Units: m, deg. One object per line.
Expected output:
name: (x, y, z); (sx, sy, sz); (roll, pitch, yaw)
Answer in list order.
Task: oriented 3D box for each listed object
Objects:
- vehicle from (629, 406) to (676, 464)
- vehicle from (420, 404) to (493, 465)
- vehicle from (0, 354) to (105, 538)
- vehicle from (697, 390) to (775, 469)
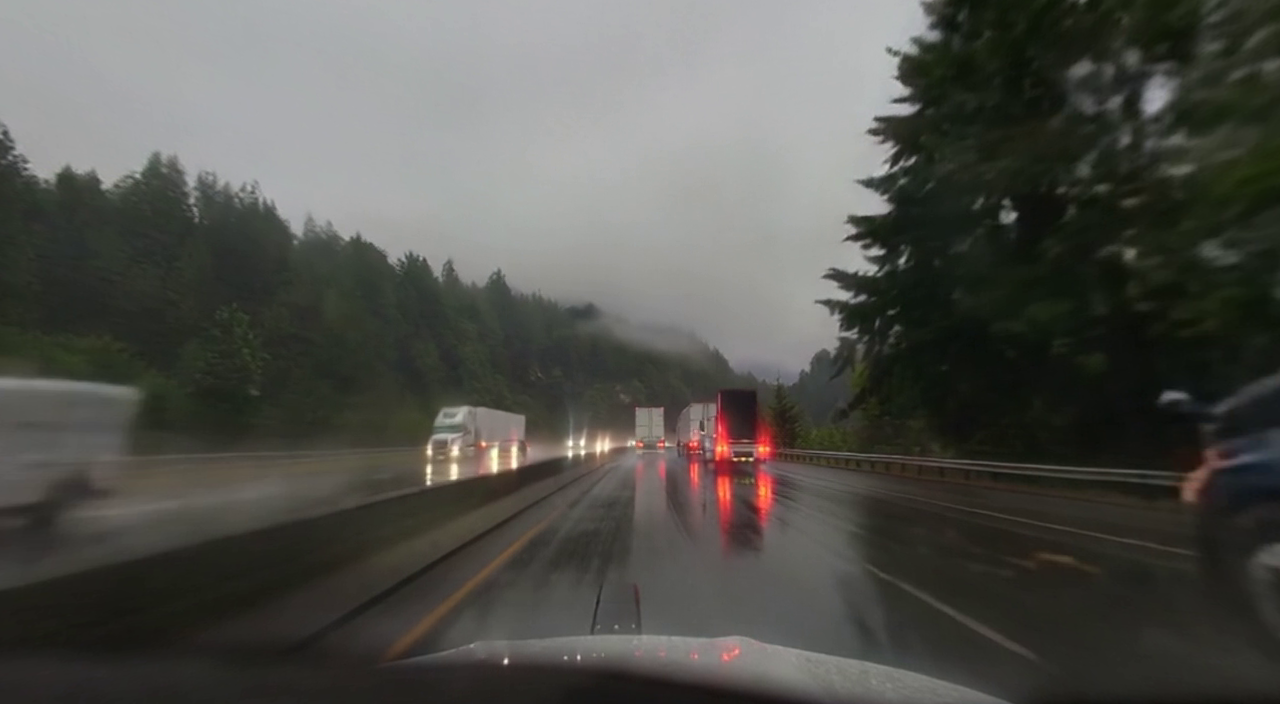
vehicle: (0.678, 5.294, 39.988); (2.644, 3.247, 7.454); (0, -8, -1)
vehicle: (-12.685, 5.823, 44.217); (2.939, 3.930, 6.425); (-1, -8, 2)
vehicle: (-8.769, 0.880, 5.698); (2.193, 2.189, 6.439); (0, -8, 0)
vehicle: (4.673, 3.979, 31.993); (2.956, 3.604, 6.277); (0, -8, 0)
